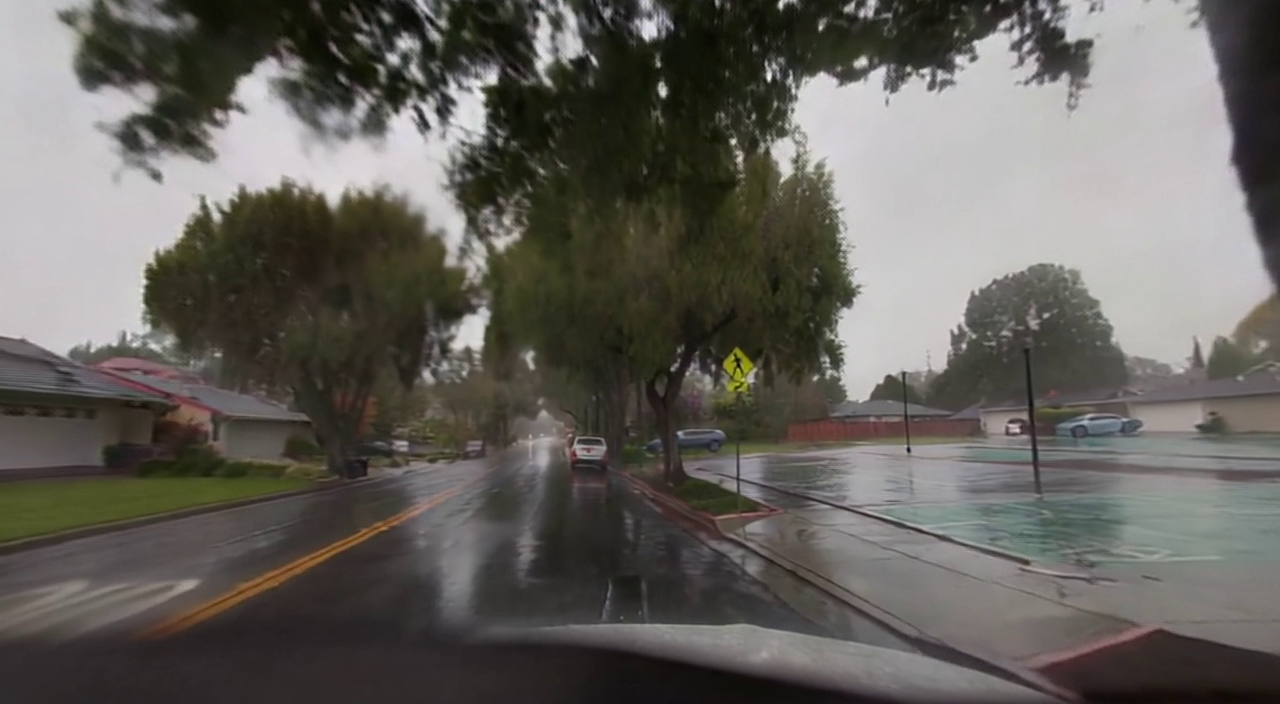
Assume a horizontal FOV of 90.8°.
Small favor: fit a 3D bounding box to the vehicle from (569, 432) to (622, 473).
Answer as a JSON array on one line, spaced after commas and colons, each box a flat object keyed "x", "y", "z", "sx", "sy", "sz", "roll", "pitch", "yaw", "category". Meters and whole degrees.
[{"x": -2.172, "y": 4.742, "z": 29.983, "sx": 2.204, "sy": 1.776, "sz": 4.262, "roll": 1, "pitch": -9, "yaw": -8, "category": "vehicle"}]

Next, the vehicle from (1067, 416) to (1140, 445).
[{"x": 28.557, "y": 4.877, "z": 38.900, "sx": 4.481, "sy": 1.634, "sz": 1.973, "roll": 6, "pitch": -10, "yaw": -32, "category": "vehicle"}]

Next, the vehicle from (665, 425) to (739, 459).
[{"x": 3.918, "y": 5.623, "z": 39.684, "sx": 4.390, "sy": 1.696, "sz": 1.954, "roll": 0, "pitch": -6, "yaw": -39, "category": "vehicle"}]

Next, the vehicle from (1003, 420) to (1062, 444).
[{"x": 28.029, "y": 5.756, "z": 45.072, "sx": 4.245, "sy": 1.601, "sz": 1.912, "roll": 6, "pitch": -10, "yaw": -34, "category": "vehicle"}]
